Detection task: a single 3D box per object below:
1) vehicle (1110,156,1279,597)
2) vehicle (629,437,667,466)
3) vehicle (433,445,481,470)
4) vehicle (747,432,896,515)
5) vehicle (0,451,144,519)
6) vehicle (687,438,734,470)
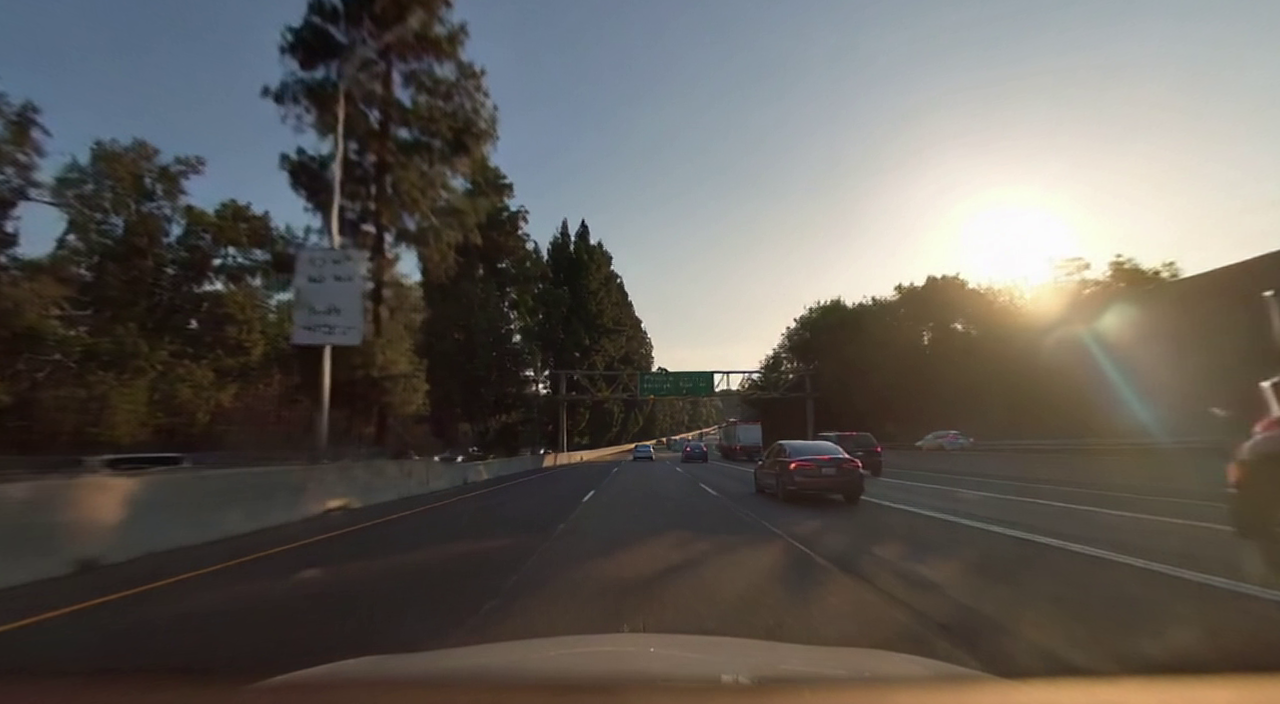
[{"bbox_3d":[7.286,-0.071,3.804,2.824,4.018,7.624,0,-8,1],"label":"vehicle"},{"bbox_3d":[0.503,6.338,40.007,2.313,1.736,4.215,0,-8,1],"label":"vehicle"},{"bbox_3d":[-13.131,7.599,45.332,1.987,1.671,4.600,0,-8,2],"label":"vehicle"},{"bbox_3d":[3.697,2.559,13.794,1.888,1.501,4.608,0,-8,0],"label":"vehicle"},{"bbox_3d":[-17.246,3.705,18.012,2.123,1.677,4.721,0,-8,0],"label":"vehicle"},{"bbox_3d":[3.909,5.709,35.363,2.084,1.668,4.511,0,-8,0],"label":"vehicle"}]
